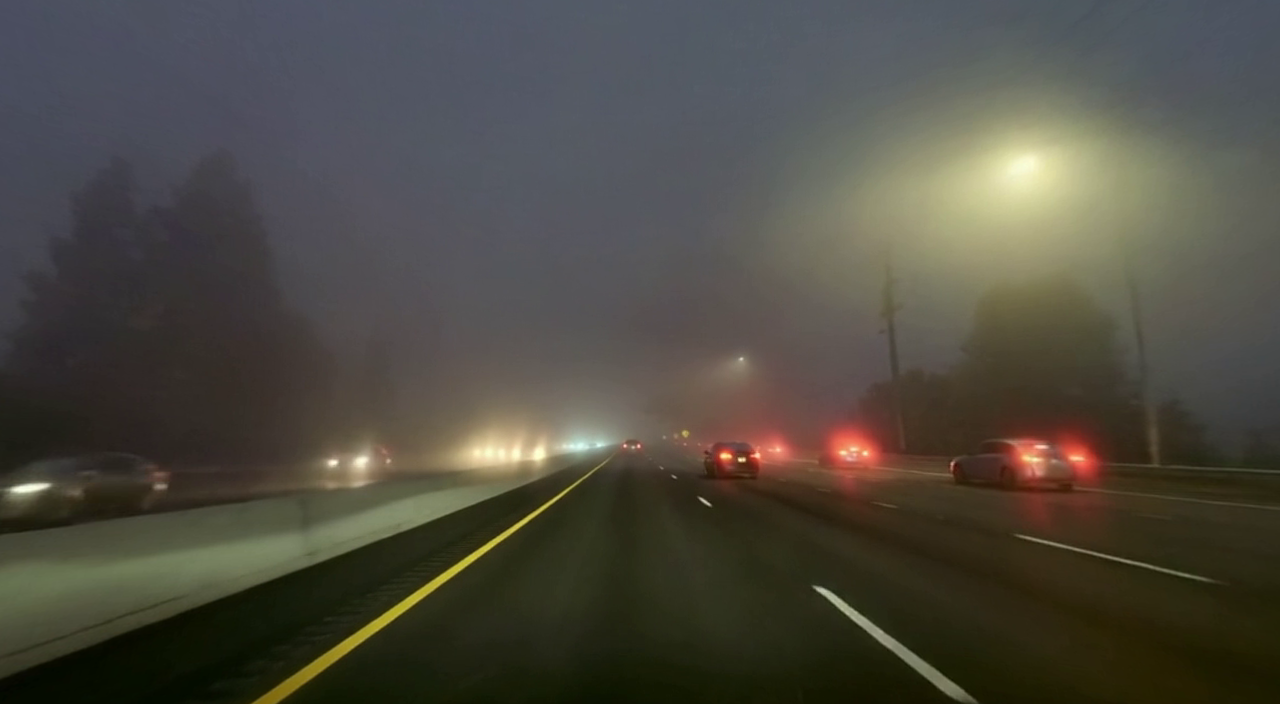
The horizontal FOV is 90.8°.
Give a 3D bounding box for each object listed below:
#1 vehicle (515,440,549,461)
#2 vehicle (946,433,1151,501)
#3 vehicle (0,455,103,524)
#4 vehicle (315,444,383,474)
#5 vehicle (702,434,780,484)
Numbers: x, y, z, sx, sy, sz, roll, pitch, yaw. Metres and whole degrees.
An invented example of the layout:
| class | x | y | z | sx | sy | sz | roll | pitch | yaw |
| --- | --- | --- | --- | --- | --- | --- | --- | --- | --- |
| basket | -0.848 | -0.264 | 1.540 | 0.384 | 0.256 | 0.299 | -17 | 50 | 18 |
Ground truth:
| class | x | y | z | sx | sy | sz | roll | pitch | yaw |
| --- | --- | --- | --- | --- | --- | --- | --- | --- | --- |
| vehicle | -8.168 | 7.500 | 48.219 | 1.860 | 1.503 | 3.883 | 0 | -9 | 1 |
| vehicle | 10.540 | 3.001 | 16.946 | 1.987 | 1.502 | 5.130 | 0 | -9 | -1 |
| vehicle | -14.939 | 3.061 | 14.006 | 1.944 | 1.456 | 4.673 | 0 | -9 | 0 |
| vehicle | -18.762 | 6.917 | 41.052 | 2.053 | 1.810 | 5.015 | 0 | -9 | 0 |
| vehicle | 3.531 | 3.838 | 22.923 | 2.018 | 1.600 | 4.121 | 0 | -9 | -2 |
